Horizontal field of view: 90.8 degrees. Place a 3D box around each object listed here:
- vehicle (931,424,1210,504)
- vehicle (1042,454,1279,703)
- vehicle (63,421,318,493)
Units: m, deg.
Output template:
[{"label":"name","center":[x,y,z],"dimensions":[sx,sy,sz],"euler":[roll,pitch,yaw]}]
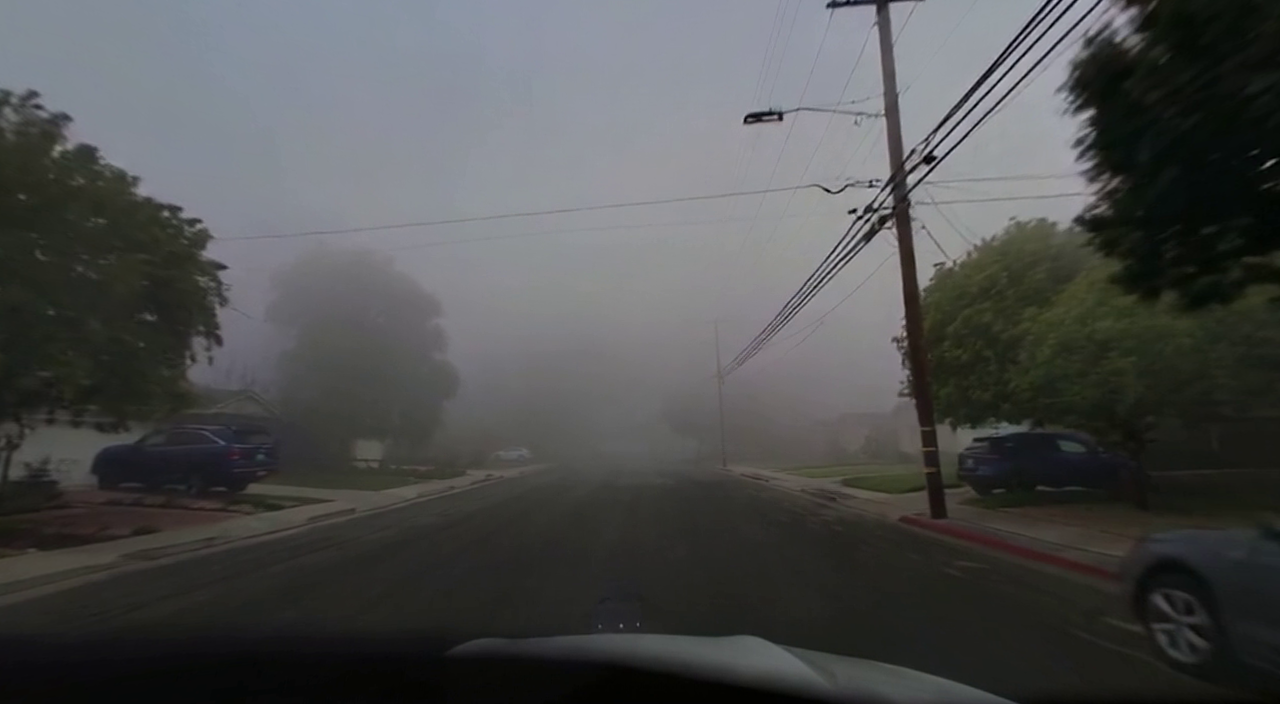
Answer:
[{"label":"vehicle","center":[10.330,2.715,15.542],"dimensions":[5.221,1.798,2.211],"euler":[0,-9,-1]},{"label":"vehicle","center":[4.215,1.164,2.555],"dimensions":[2.055,1.402,4.559],"euler":[1,-9,-2]},{"label":"vehicle","center":[-12.314,2.920,17.695],"dimensions":[5.186,1.842,2.465],"euler":[0,-9,-1]}]
